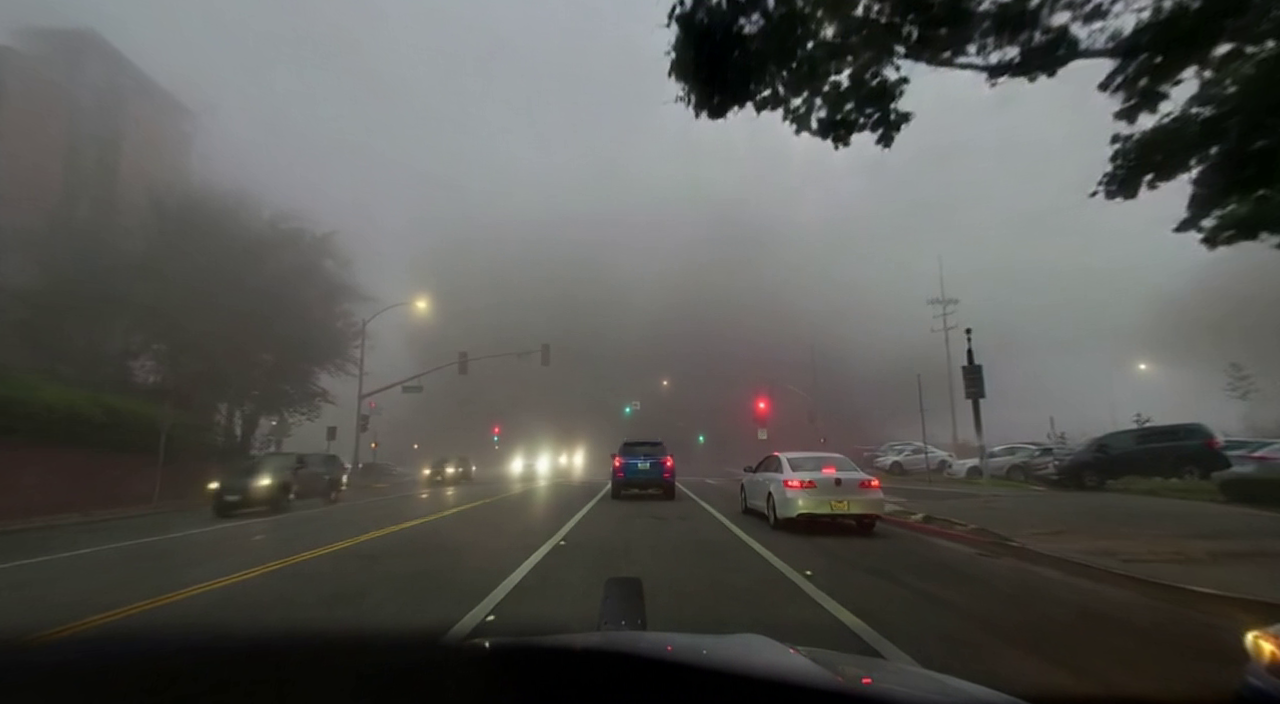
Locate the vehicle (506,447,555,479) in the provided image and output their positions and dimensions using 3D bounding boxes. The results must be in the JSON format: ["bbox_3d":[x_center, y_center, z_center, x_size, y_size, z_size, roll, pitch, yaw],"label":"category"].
[{"bbox_3d":[-6.416,6.545,37.327,2.092,1.802,4.270,0,-9,1],"label":"vehicle"}]

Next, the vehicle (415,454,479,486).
[{"bbox_3d":[-10.037,6.165,33.066,1.962,1.458,4.505,0,-9,0],"label":"vehicle"}]

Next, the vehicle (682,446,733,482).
[{"bbox_3d":[3.506,5.888,33.364,2.138,1.729,4.178,0,-9,-1],"label":"vehicle"}]

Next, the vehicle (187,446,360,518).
[{"bbox_3d":[-10.255,3.610,18.136,2.161,1.764,4.725,0,-9,0],"label":"vehicle"}]

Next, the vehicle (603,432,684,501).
[{"bbox_3d":[0.074,3.560,19.911,2.296,1.947,4.168,0,-9,0],"label":"vehicle"}]

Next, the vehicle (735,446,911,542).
[{"bbox_3d":[3.206,2.556,12.066,1.900,1.478,4.425,0,-9,-2],"label":"vehicle"}]

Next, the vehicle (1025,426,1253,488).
[{"bbox_3d":[13.704,2.907,17.472,4.648,1.583,2.018,0,-9,-2],"label":"vehicle"}]
